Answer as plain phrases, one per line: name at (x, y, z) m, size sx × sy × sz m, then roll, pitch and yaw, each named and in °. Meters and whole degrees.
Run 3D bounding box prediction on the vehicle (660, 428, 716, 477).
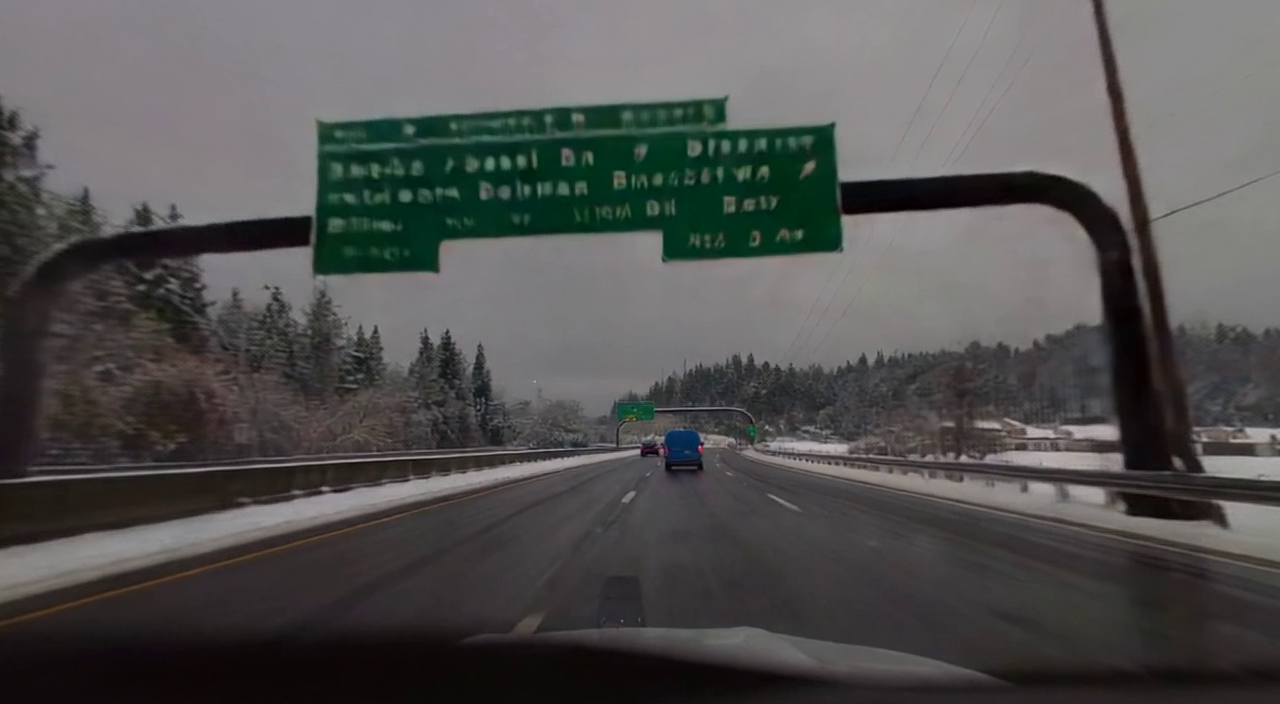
vehicle at (2.109, 4.522, 28.403) m, size 2.261 × 1.969 × 5.104 m, roll 0°, pitch -9°, yaw 3°
